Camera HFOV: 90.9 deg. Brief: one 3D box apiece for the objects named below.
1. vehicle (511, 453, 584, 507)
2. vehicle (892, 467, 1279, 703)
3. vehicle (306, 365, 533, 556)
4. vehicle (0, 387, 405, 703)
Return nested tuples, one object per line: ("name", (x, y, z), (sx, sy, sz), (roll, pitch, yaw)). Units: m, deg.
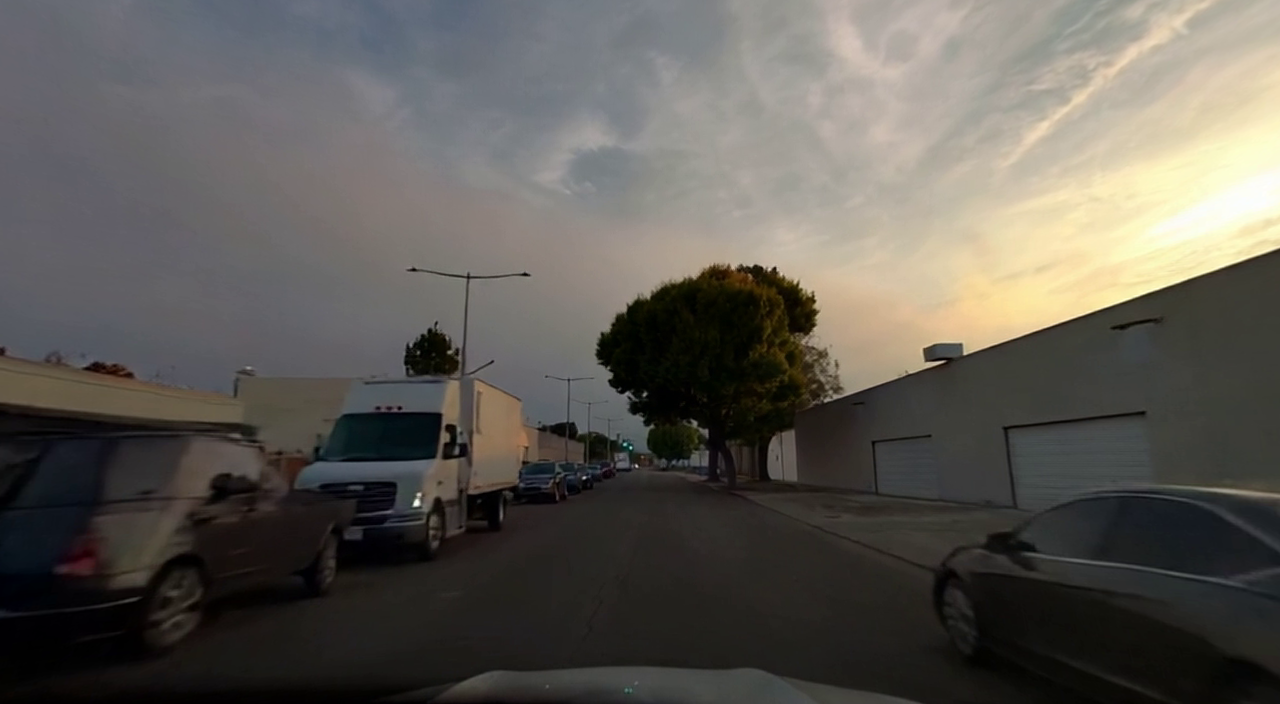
("vehicle", (-3.270, 4.623, 23.238), (1.886, 1.640, 4.311), (2, -8, 2))
("vehicle", (2.927, 1.312, 3.049), (1.819, 1.446, 3.909), (1, -11, 1))
("vehicle", (-3.649, 2.068, 11.973), (2.242, 2.726, 5.581), (1, -11, -1))
("vehicle", (-3.852, 1.429, 5.513), (1.917, 1.735, 4.032), (1, -11, 1))
